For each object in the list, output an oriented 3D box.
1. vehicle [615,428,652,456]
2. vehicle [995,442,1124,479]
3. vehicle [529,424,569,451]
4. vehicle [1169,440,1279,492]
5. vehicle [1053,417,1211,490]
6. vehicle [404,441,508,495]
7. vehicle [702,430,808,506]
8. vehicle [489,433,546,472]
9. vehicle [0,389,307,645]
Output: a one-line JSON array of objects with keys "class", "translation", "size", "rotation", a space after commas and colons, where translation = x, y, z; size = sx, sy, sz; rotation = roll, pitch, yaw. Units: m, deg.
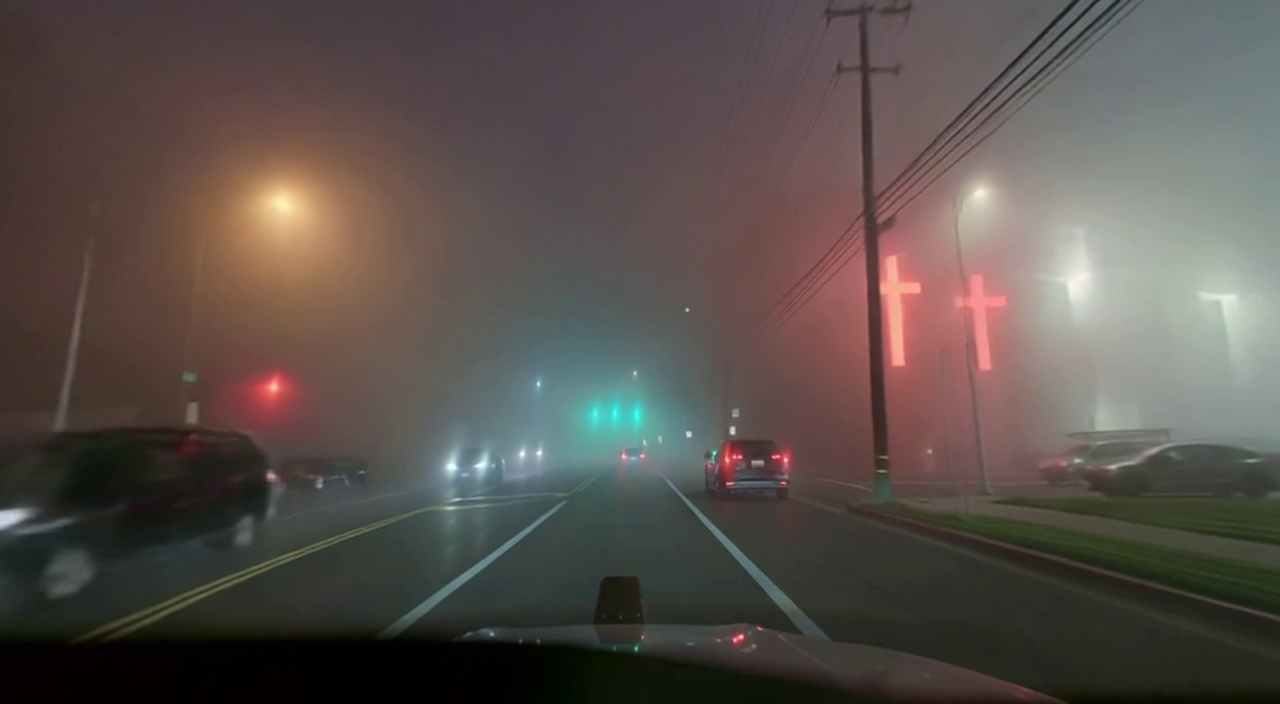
[{"class": "vehicle", "translation": [-0.458, 5.703, 39.820], "size": [2.196, 1.655, 3.939], "rotation": [0, -8, -2]}, {"class": "vehicle", "translation": [20.325, 5.252, 30.776], "size": [4.540, 1.386, 2.337], "rotation": [-4, -8, -1]}, {"class": "vehicle", "translation": [-6.541, 6.231, 45.834], "size": [2.295, 1.837, 4.680], "rotation": [0, -8, -1]}, {"class": "vehicle", "translation": [20.574, 3.656, 20.548], "size": [4.673, 1.592, 2.193], "rotation": [-1, -8, 2]}, {"class": "vehicle", "translation": [24.094, 5.002, 31.223], "size": [5.041, 3.302, 3.064], "rotation": [1, -9, 1]}, {"class": "vehicle", "translation": [-5.942, 3.770, 21.092], "size": [2.168, 1.572, 4.635], "rotation": [0, -8, -1]}, {"class": "vehicle", "translation": [3.052, 3.174, 17.784], "size": [1.995, 1.858, 4.333], "rotation": [0, -8, -2]}, {"class": "vehicle", "translation": [-6.348, 5.245, 33.255], "size": [2.138, 1.858, 4.788], "rotation": [0, -8, -1]}, {"class": "vehicle", "translation": [-5.839, 1.513, 6.604], "size": [2.106, 1.890, 4.783], "rotation": [0, -8, 0]}]
